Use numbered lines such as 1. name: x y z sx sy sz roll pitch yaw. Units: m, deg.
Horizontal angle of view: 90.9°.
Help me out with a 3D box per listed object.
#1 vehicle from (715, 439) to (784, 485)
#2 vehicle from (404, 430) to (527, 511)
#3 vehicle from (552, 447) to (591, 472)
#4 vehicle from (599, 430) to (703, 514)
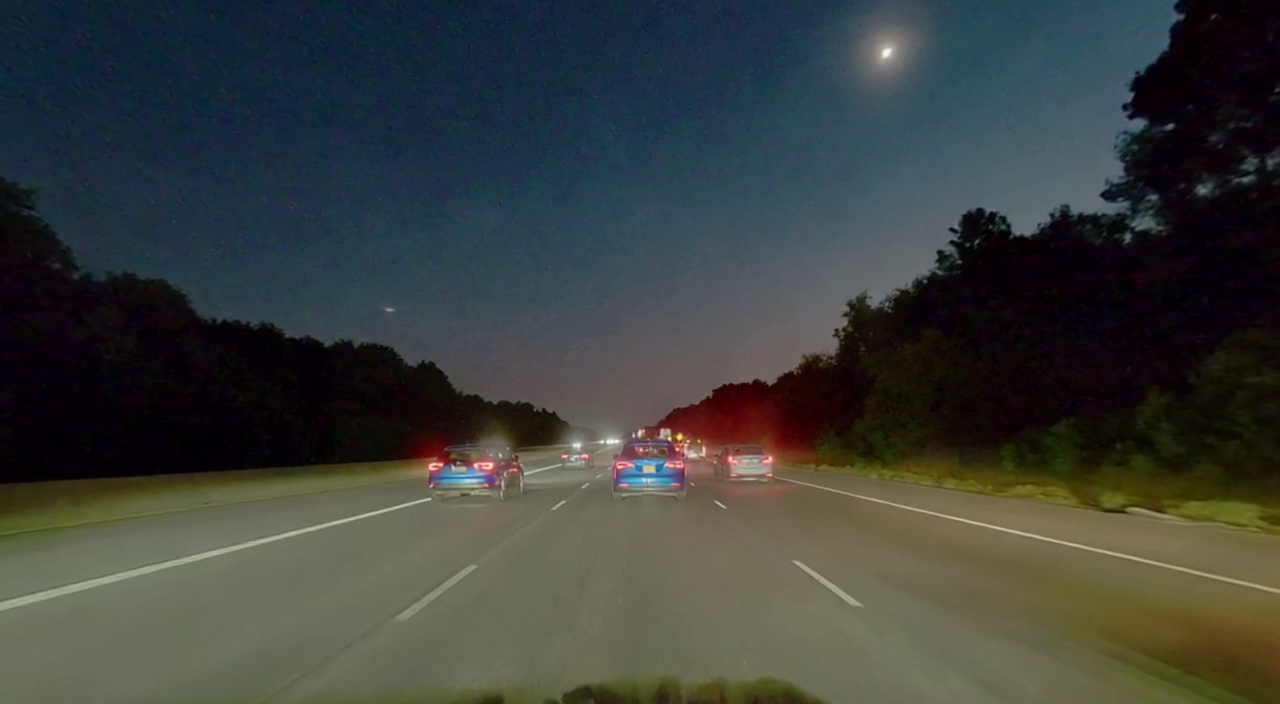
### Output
1. vehicle: 4.120 4.205 24.254 1.905 1.590 3.746 0 -9 -1
2. vehicle: -4.110 2.855 15.540 1.890 1.708 3.844 0 -9 0
3. vehicle: -4.091 6.507 38.286 1.910 1.468 3.781 0 -9 1
4. vehicle: 0.223 2.731 14.725 2.093 1.695 3.782 0 -9 0
